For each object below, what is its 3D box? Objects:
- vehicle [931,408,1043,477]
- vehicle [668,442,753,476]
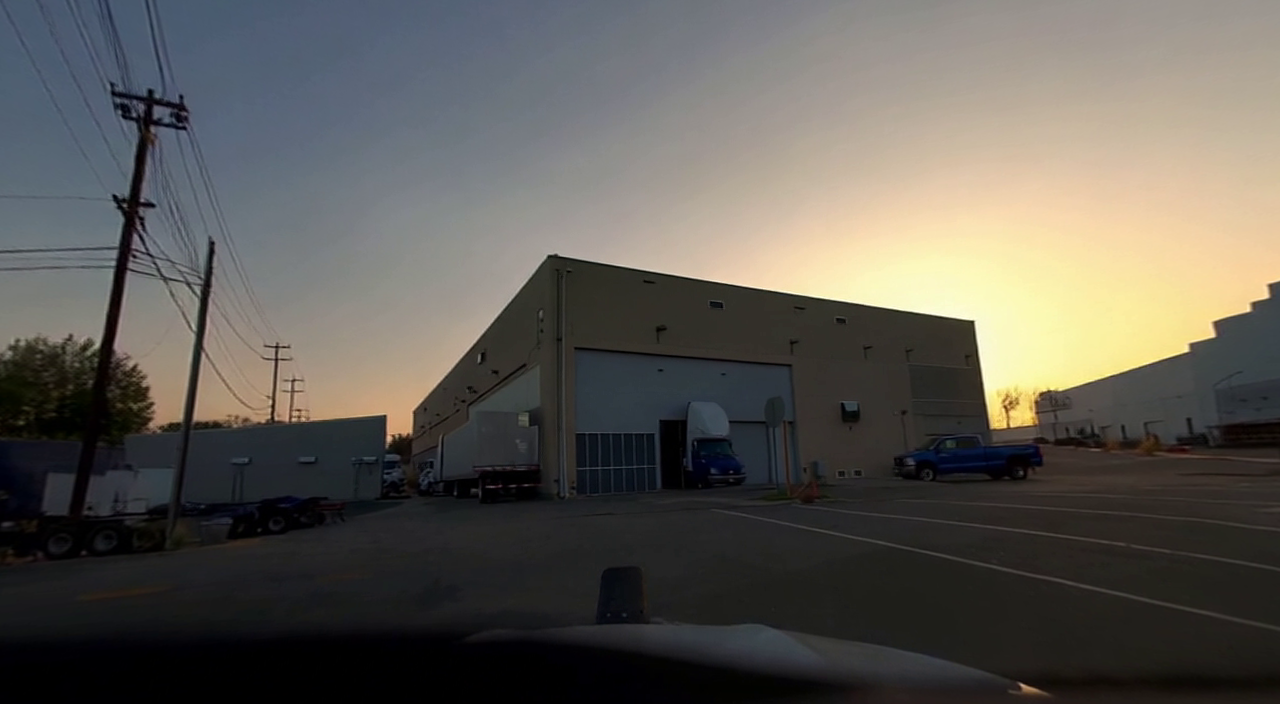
[{"bbox_3d":[17.250,4.684,31.849,2.298,3.004,6.271,-4,-11,5],"label":"vehicle"},{"bbox_3d":[4.566,7.014,41.309,5.207,2.103,1.997,0,-8,-5],"label":"vehicle"}]
